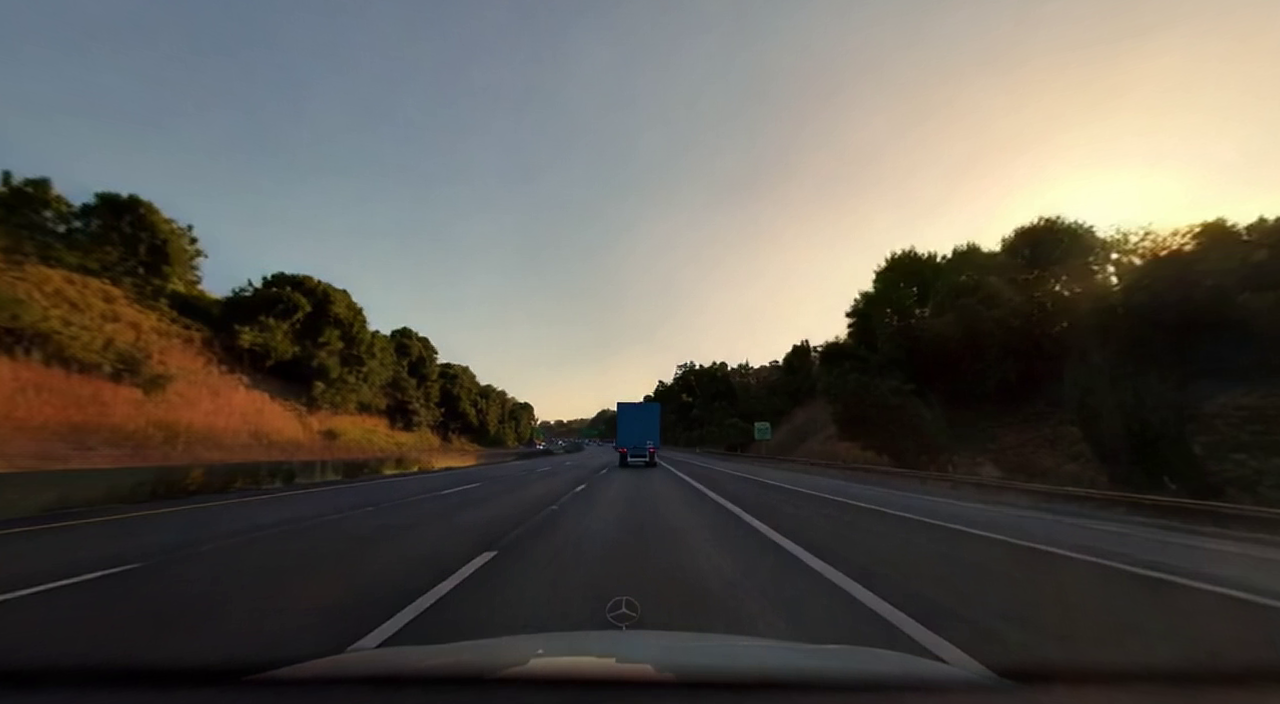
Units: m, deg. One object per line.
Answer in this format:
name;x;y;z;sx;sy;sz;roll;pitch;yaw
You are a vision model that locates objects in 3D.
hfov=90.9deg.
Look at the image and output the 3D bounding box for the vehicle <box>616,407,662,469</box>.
vehicle;-0.172;6.409;46.367;2.982;3.947;11.075;0;-9;-1
